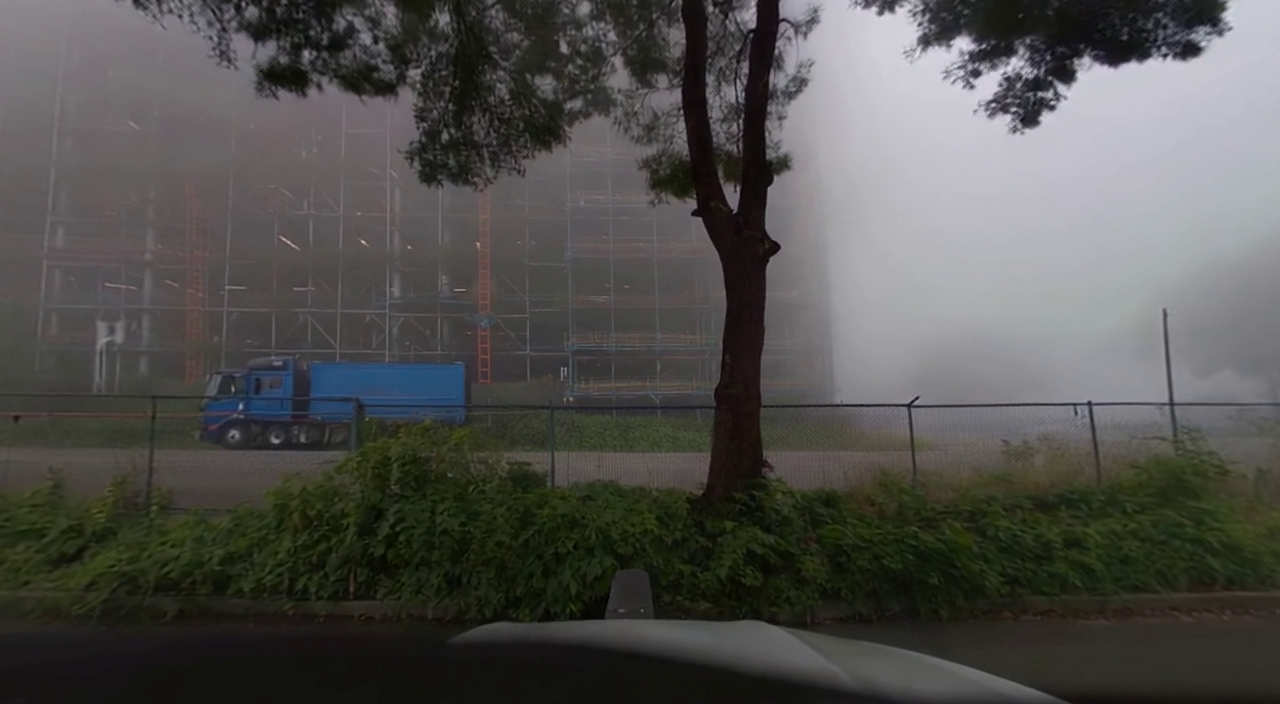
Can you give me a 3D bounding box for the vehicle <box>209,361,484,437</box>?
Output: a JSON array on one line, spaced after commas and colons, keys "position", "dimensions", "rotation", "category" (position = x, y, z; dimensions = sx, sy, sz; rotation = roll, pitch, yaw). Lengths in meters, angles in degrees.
[{"position": [-16.527, 2.811, 36.559], "dimensions": [14.067, 4.099, 2.832], "rotation": [1, -9, -6], "category": "vehicle"}]
